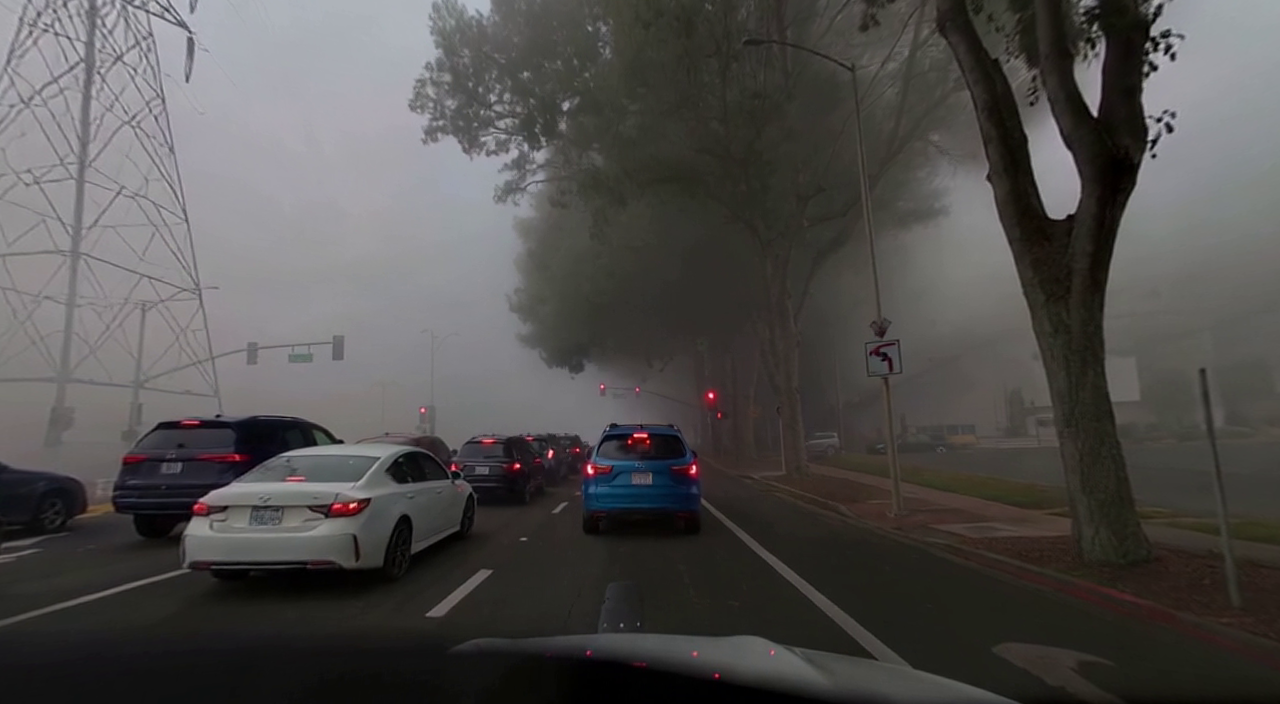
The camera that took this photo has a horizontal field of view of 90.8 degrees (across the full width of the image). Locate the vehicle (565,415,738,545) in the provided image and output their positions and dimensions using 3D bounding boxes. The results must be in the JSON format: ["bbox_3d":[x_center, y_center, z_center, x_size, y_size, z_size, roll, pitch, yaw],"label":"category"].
[{"bbox_3d":[0.092,1.966,10.359,2.239,1.661,4.224,0,-8,-2],"label":"vehicle"}]

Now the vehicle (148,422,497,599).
[{"bbox_3d":[-3.181,1.663,7.610,1.973,1.469,4.448,0,-8,-1],"label":"vehicle"}]

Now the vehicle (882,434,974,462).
[{"bbox_3d":[15.077,5.036,33.171,3.858,1.437,1.899,1,-8,-5],"label":"vehicle"}]
